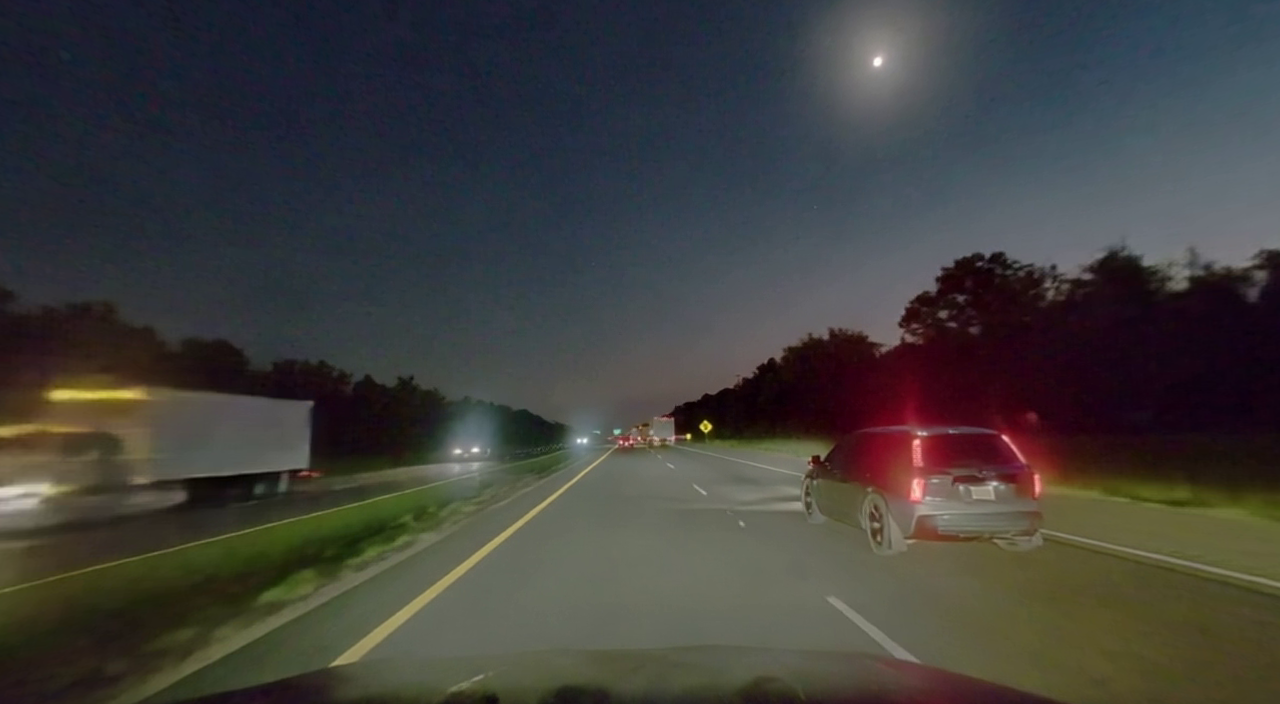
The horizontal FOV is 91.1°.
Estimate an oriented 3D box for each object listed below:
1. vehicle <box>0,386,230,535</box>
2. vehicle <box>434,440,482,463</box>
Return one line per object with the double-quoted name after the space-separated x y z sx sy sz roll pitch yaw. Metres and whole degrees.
-12.469 2.323 14.227 2.337 2.633 5.925 0 -8 0 "vehicle"
-12.796 7.009 44.496 1.985 1.544 4.619 0 -8 0 "vehicle"
